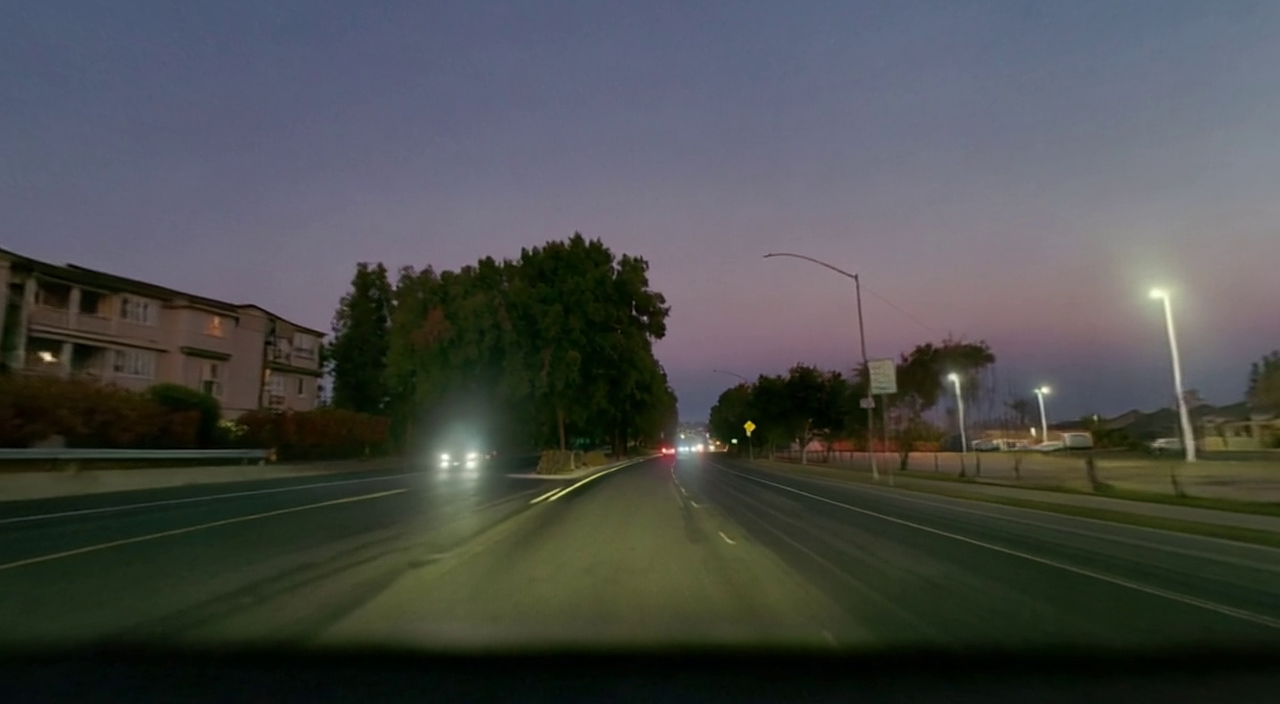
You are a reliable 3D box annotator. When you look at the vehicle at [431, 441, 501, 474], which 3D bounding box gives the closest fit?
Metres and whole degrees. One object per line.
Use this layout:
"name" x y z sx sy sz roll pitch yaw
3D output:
"vehicle" -9.341 5.687 34.297 2.181 1.635 4.542 -1 -8 4
